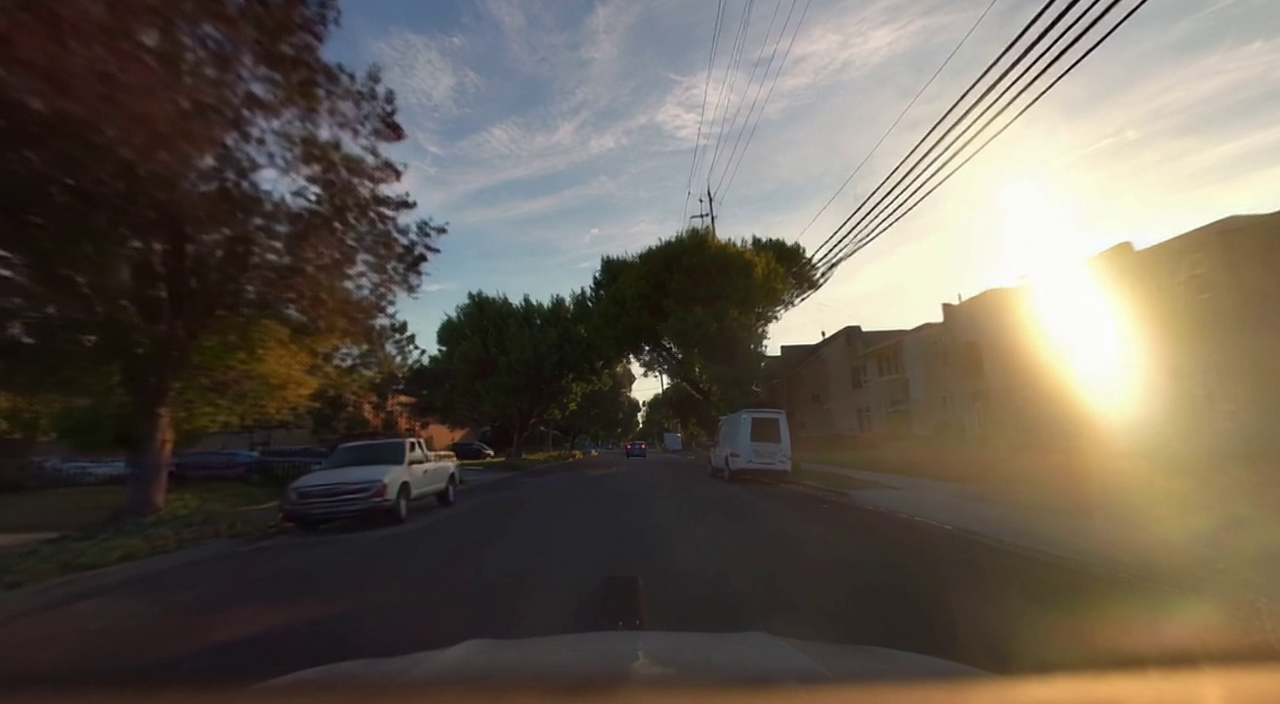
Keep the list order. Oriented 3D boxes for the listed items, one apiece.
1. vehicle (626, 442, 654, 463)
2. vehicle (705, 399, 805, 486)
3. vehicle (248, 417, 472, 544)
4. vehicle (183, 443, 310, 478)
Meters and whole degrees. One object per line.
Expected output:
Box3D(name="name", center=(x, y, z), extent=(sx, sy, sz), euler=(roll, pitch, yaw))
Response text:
Box3D(name="vehicle", center=(-0.036, 7.778, 48.984), extent=(2.062, 1.509, 4.305), euler=(-1, -8, -1))
Box3D(name="vehicle", center=(4.041, 3.375, 23.516), extent=(2.384, 2.791, 5.899), euler=(0, -8, -2))
Box3D(name="vehicle", center=(-5.845, 2.644, 14.341), extent=(2.284, 2.119, 5.984), euler=(-4, -7, 1))
Box3D(name="vehicle", center=(-19.984, 5.504, 32.374), extent=(5.310, 1.547, 1.820), euler=(3, -9, -27))
